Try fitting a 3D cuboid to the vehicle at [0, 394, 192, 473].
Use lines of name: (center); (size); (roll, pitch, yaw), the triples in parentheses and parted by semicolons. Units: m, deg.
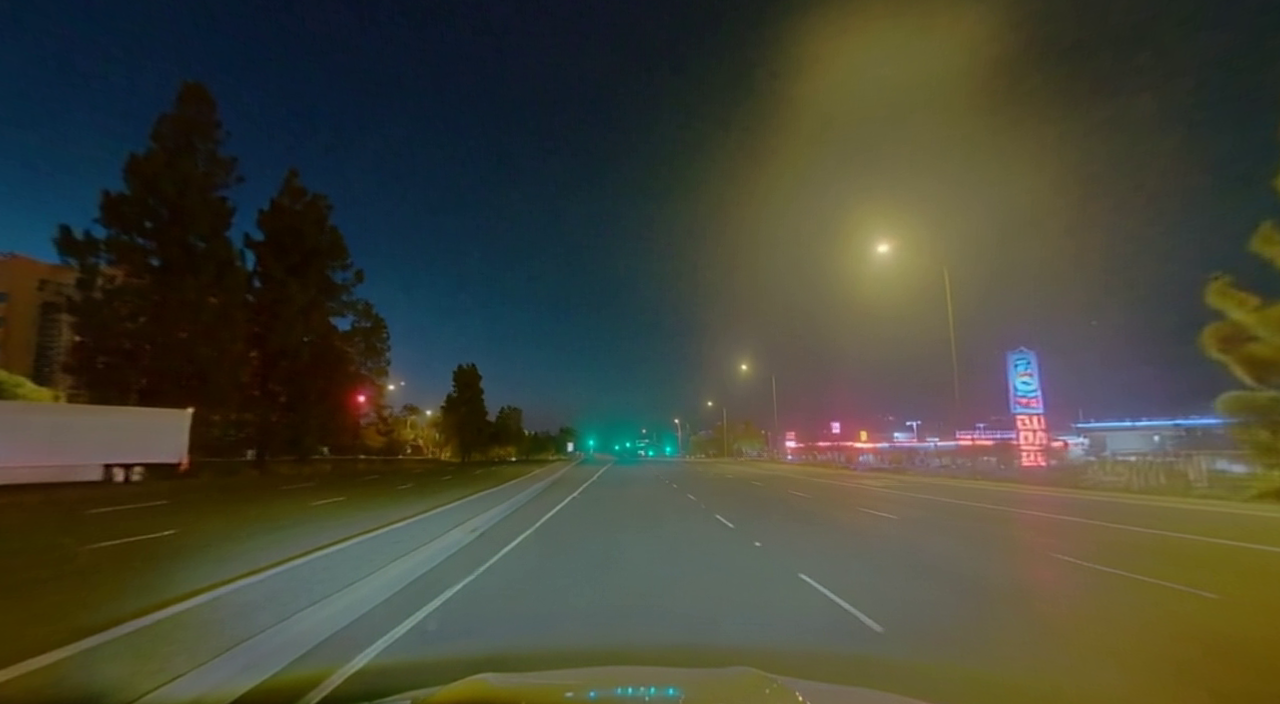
vehicle: (-36.560, 4.946, 37.699); (3.270, 4.373, 16.531); (-4, -9, 22)
